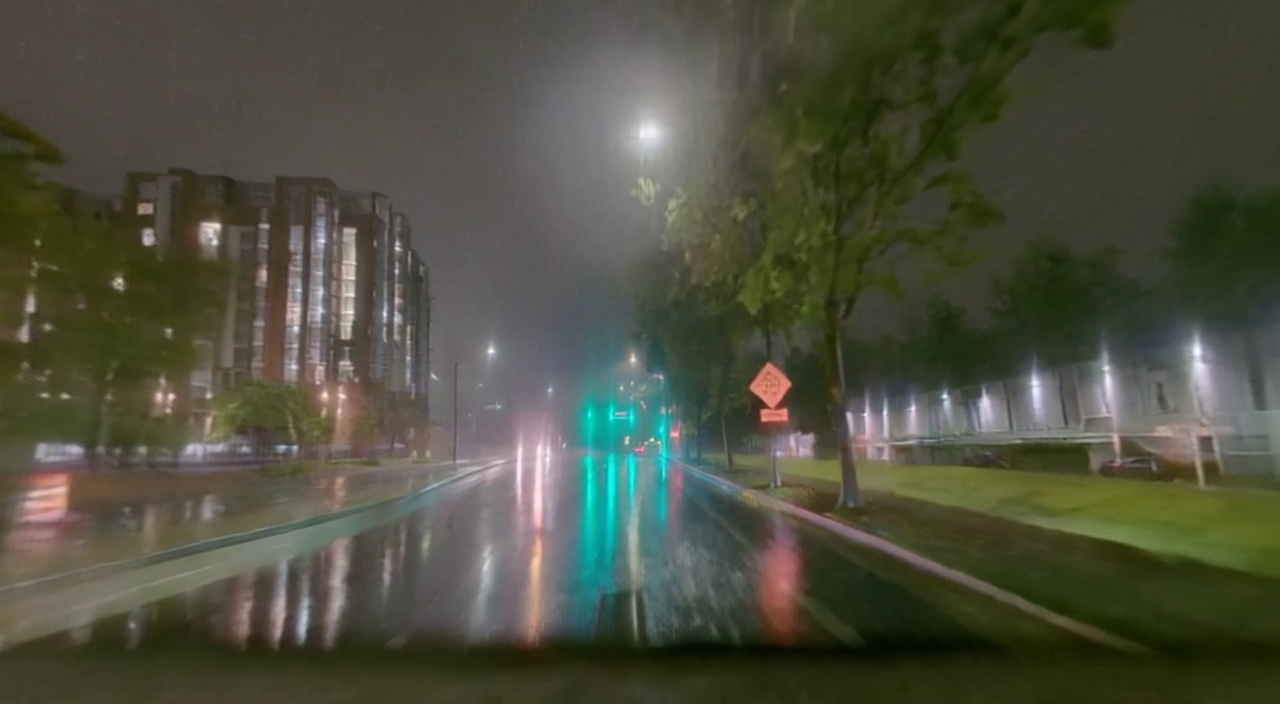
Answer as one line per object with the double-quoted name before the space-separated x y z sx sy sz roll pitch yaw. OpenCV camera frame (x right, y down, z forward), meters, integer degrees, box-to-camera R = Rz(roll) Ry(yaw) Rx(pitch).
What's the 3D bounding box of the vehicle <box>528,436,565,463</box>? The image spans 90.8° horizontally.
"vehicle" -6.419 6.731 43.649 2.076 1.724 4.188 0 -8 -3
